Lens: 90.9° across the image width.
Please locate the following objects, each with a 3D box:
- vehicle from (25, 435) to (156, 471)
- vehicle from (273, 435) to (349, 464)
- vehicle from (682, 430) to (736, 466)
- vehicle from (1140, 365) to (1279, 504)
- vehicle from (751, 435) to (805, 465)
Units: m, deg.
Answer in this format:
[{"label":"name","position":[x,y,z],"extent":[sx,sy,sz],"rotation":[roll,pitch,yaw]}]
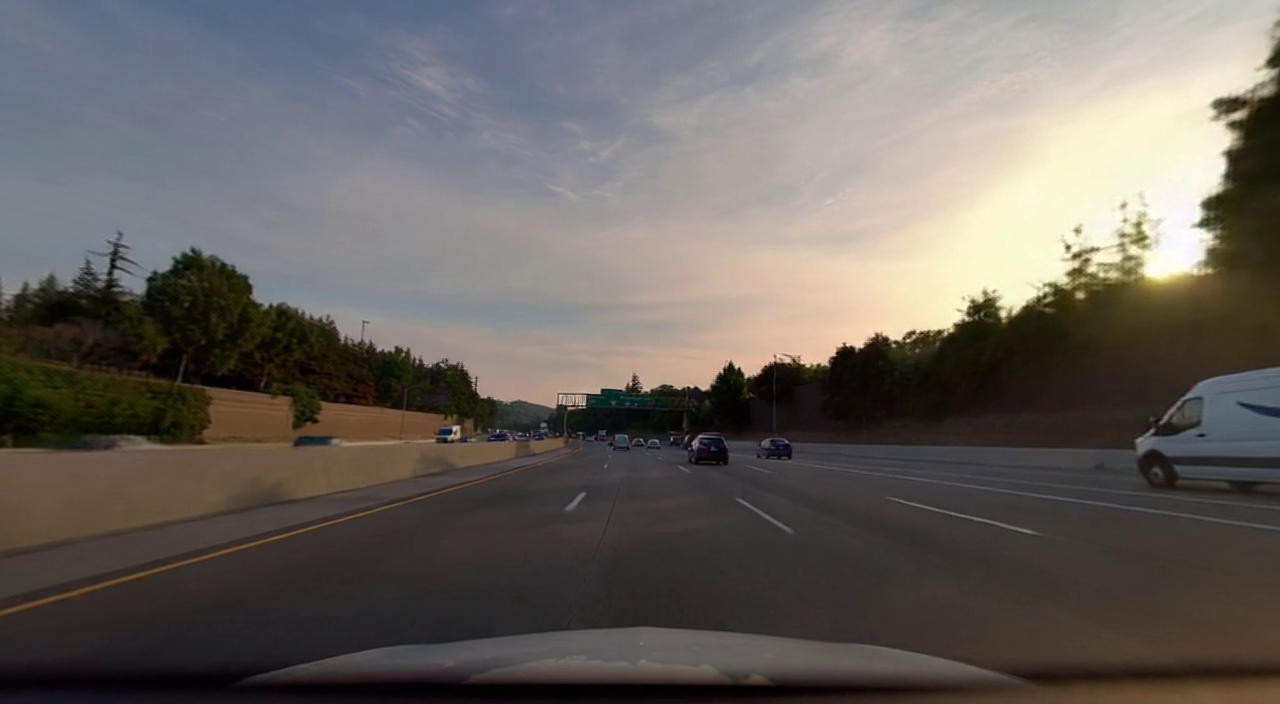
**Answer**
[{"label":"vehicle","position":[-25.345,4.661,29.358],"extent":[1.927,1.488,4.649],"rotation":[0,-8,-1]},{"label":"vehicle","position":[-17.841,5.300,34.465],"extent":[1.851,1.457,4.369],"rotation":[0,-8,-1]},{"label":"vehicle","position":[3.554,5.010,33.116],"extent":[2.141,1.732,4.279],"rotation":[0,-8,-3]},{"label":"vehicle","position":[14.203,1.646,12.723],"extent":[2.274,2.802,6.802],"rotation":[0,-8,-3]},{"label":"vehicle","position":[7.208,5.184,33.361],"extent":[1.798,1.473,4.077],"rotation":[0,-8,-2]}]
